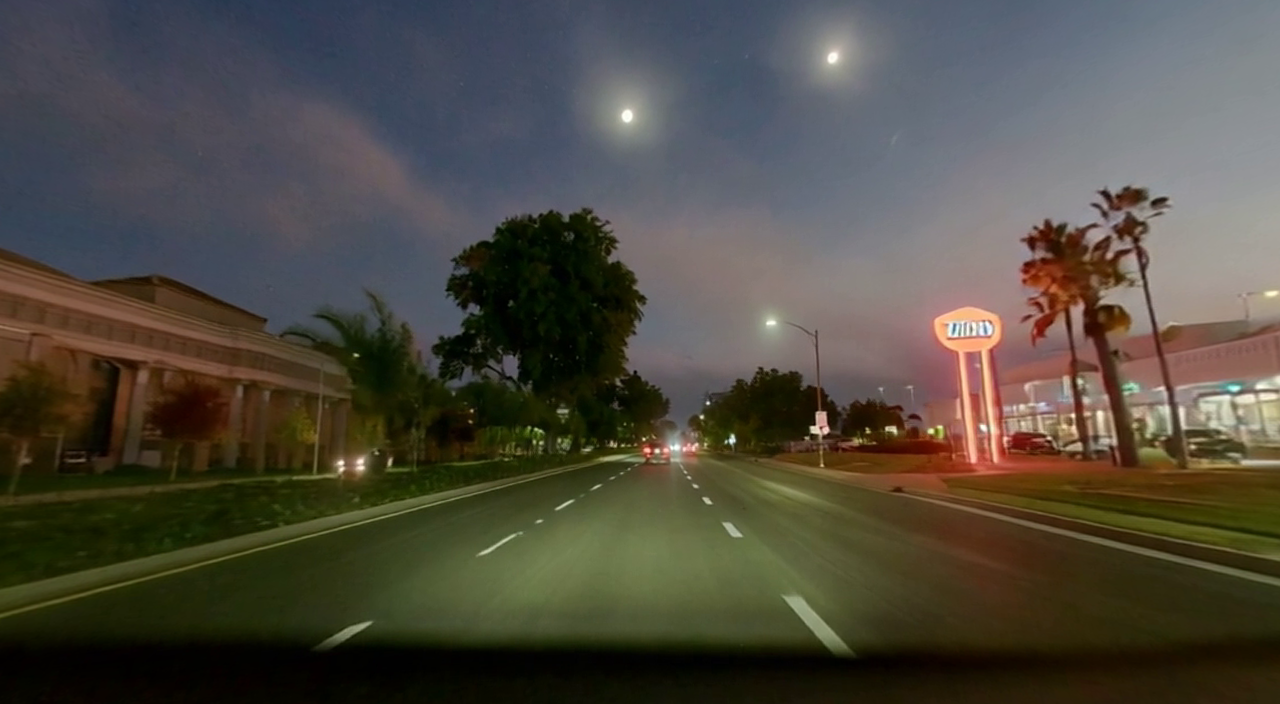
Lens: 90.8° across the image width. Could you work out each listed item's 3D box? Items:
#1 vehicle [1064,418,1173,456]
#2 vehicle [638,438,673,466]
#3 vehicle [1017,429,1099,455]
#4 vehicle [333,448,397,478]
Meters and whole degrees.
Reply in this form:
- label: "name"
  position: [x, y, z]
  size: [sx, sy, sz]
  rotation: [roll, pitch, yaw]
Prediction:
- label: "vehicle"
  position: [24.795, 4.471, 32.992]
  size: [2.194, 1.840, 4.659]
  rotation: [-1, -8, 3]
- label: "vehicle"
  position: [1.043, 6.636, 41.990]
  size: [2.147, 1.745, 4.648]
  rotation: [0, -8, 2]
- label: "vehicle"
  position: [25.279, 5.508, 38.408]
  size: [1.830, 1.467, 4.871]
  rotation: [-1, -8, 2]
- label: "vehicle"
  position: [-17.258, 6.949, 39.918]
  size: [1.939, 1.710, 4.543]
  rotation: [0, -8, 1]
